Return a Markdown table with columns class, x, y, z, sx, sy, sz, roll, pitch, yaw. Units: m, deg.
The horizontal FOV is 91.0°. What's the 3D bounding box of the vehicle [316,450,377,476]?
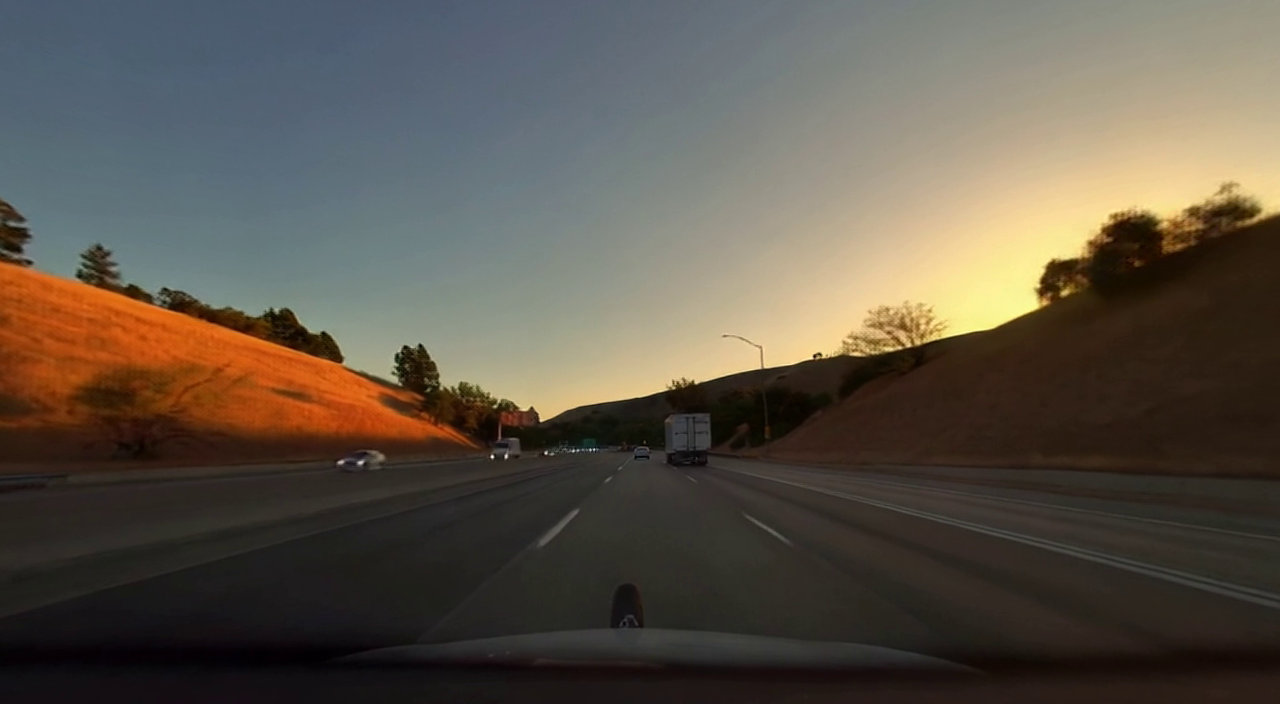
| class | x | y | z | sx | sy | sz | roll | pitch | yaw |
| --- | --- | --- | --- | --- | --- | --- | --- | --- | --- |
| vehicle | -21.691 | 8.178 | 46.757 | 2.038 | 1.788 | 4.894 | 0 | -9 | 2 |
